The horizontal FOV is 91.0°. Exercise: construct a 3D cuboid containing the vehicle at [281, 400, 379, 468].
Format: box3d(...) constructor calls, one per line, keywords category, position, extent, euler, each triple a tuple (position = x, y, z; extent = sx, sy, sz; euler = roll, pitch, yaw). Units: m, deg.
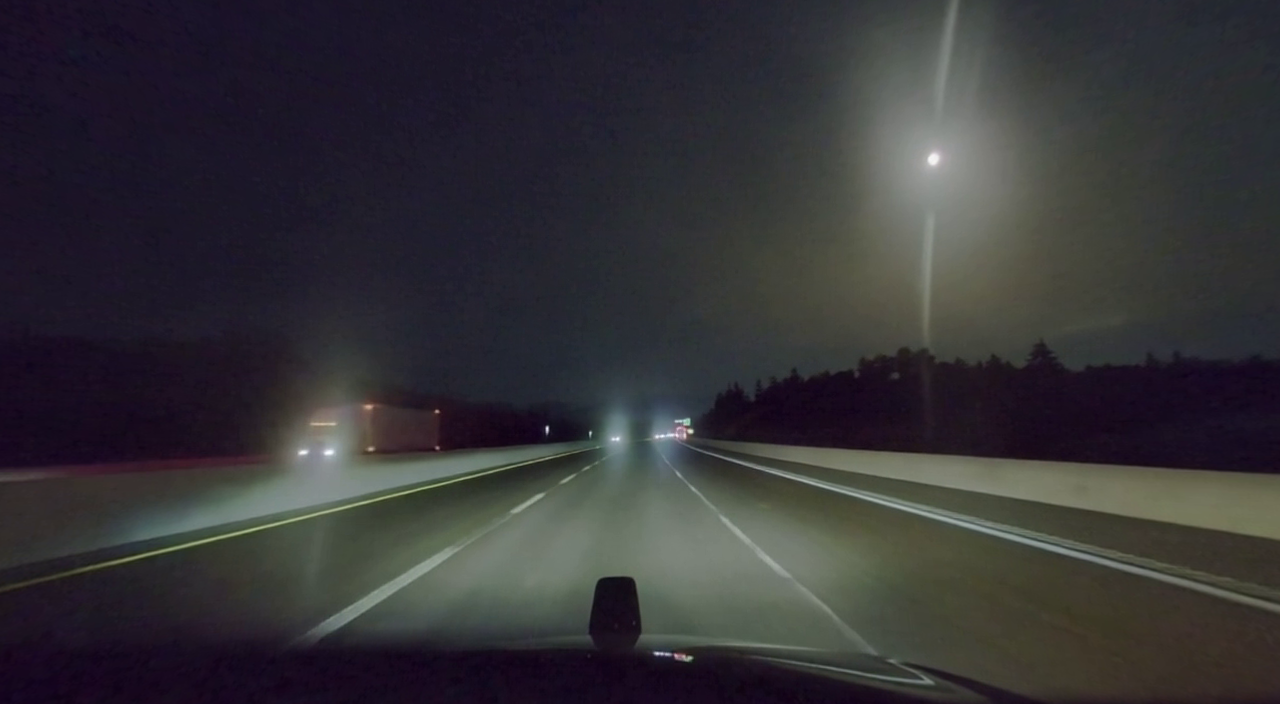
box3d(category="vehicle", position=(-19.721, 5.286, 40.538), extent=(3.081, 3.974, 6.075), euler=(0, -8, 1))
